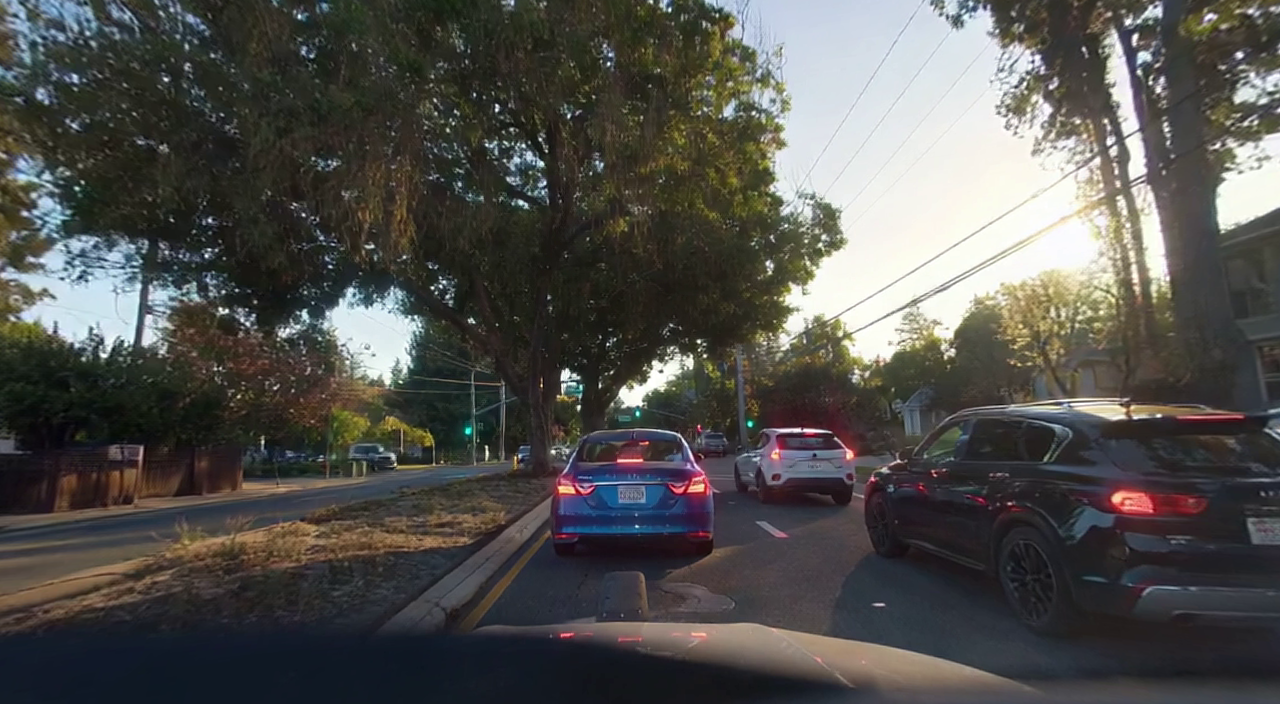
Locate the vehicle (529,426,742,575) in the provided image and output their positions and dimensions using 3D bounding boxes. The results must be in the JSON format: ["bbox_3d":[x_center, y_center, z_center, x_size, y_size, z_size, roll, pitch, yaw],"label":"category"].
[{"bbox_3d":[-0.092,1.835,8.622,2.186,1.500,4.141,0,-8,-1],"label":"vehicle"}]

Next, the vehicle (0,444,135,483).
[{"bbox_3d":[-22.537,4.344,24.720,4.092,1.438,1.639,0,-8,1],"label":"vehicle"}]

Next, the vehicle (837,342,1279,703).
[{"bbox_3d":[3.363,1.139,5.222,2.006,1.766,4.345,0,-8,0],"label":"vehicle"}]

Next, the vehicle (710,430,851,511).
[{"bbox_3d":[2.947,2.609,14.400,1.971,1.517,4.521,0,-8,-3],"label":"vehicle"}]

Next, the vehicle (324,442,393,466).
[{"bbox_3d":[-19.930,7.249,44.862,3.957,1.630,1.881,0,-8,0],"label":"vehicle"}]
